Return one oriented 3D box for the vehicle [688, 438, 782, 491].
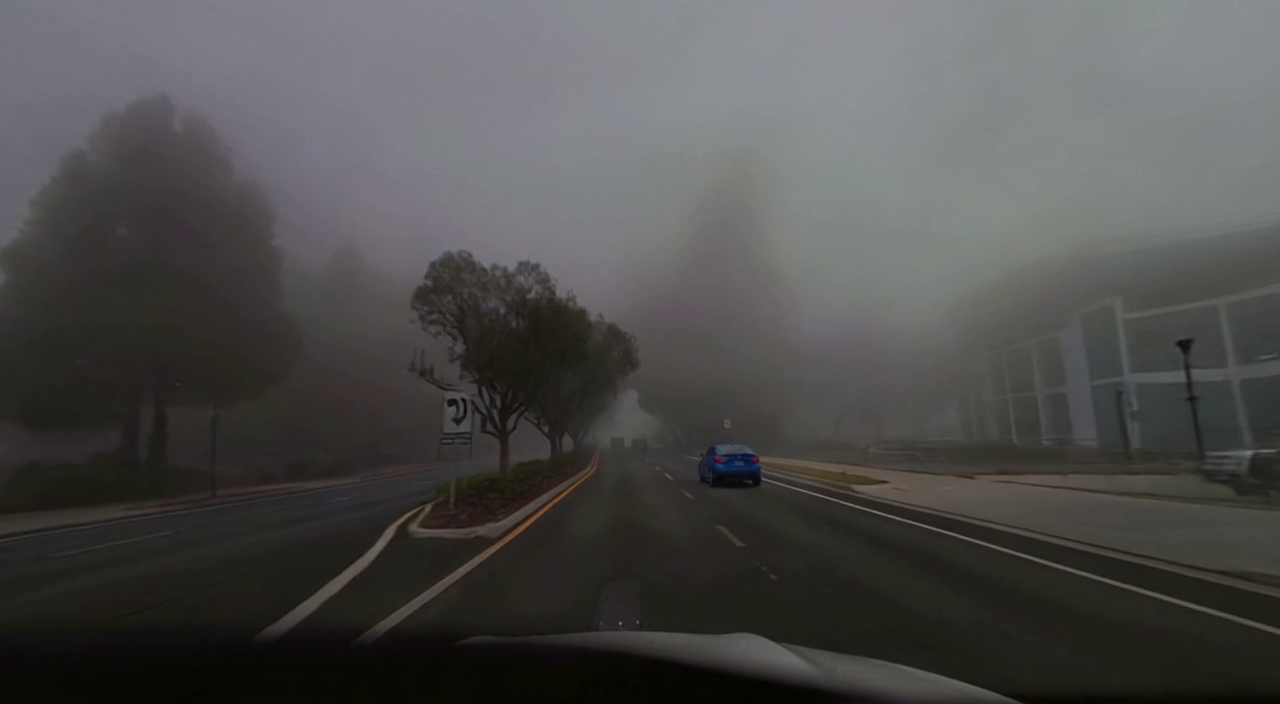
[{"bbox_3d":[2.898,3.551,20.350,2.114,1.493,4.430,0,-9,-3],"label":"vehicle"}]
